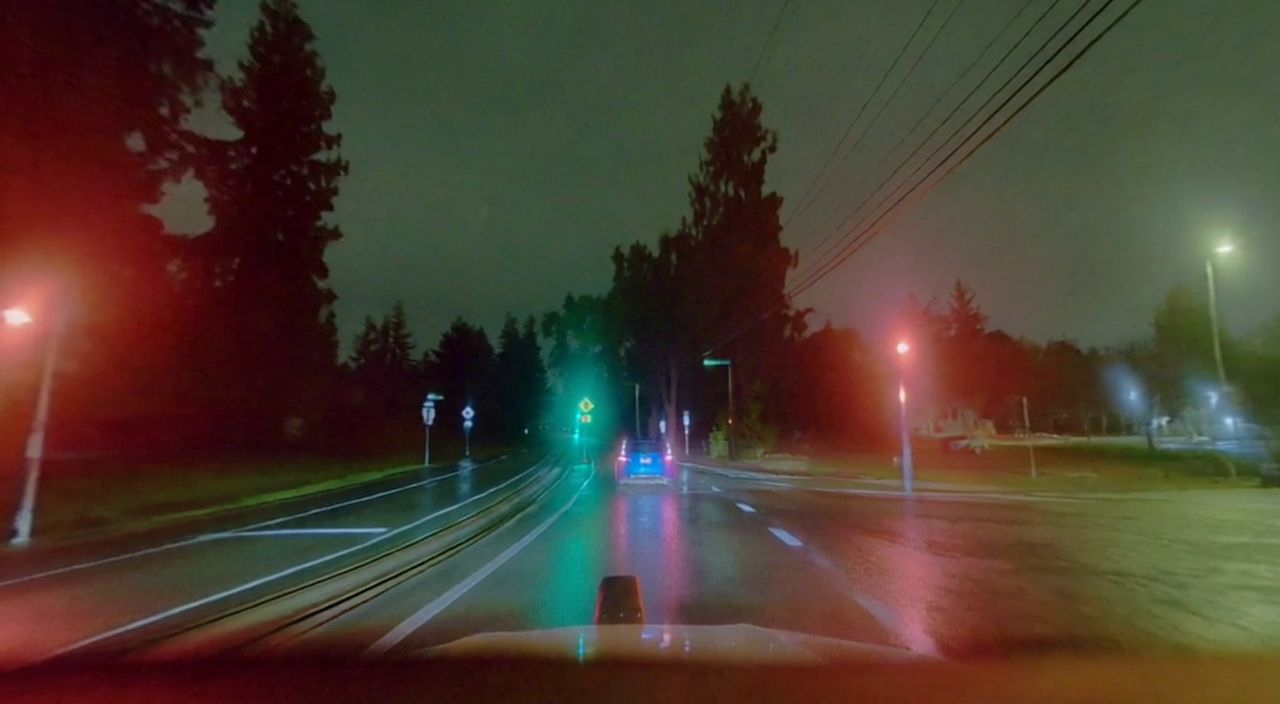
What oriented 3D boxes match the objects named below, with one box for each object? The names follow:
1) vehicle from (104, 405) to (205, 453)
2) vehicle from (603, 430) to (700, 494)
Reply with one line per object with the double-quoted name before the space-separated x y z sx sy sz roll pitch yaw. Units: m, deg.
"vehicle" -31.216 5.078 41.021 2.983 2.816 7.042 3 -9 -20
"vehicle" 0.177 2.929 17.217 2.295 1.510 4.364 0 -8 -3
